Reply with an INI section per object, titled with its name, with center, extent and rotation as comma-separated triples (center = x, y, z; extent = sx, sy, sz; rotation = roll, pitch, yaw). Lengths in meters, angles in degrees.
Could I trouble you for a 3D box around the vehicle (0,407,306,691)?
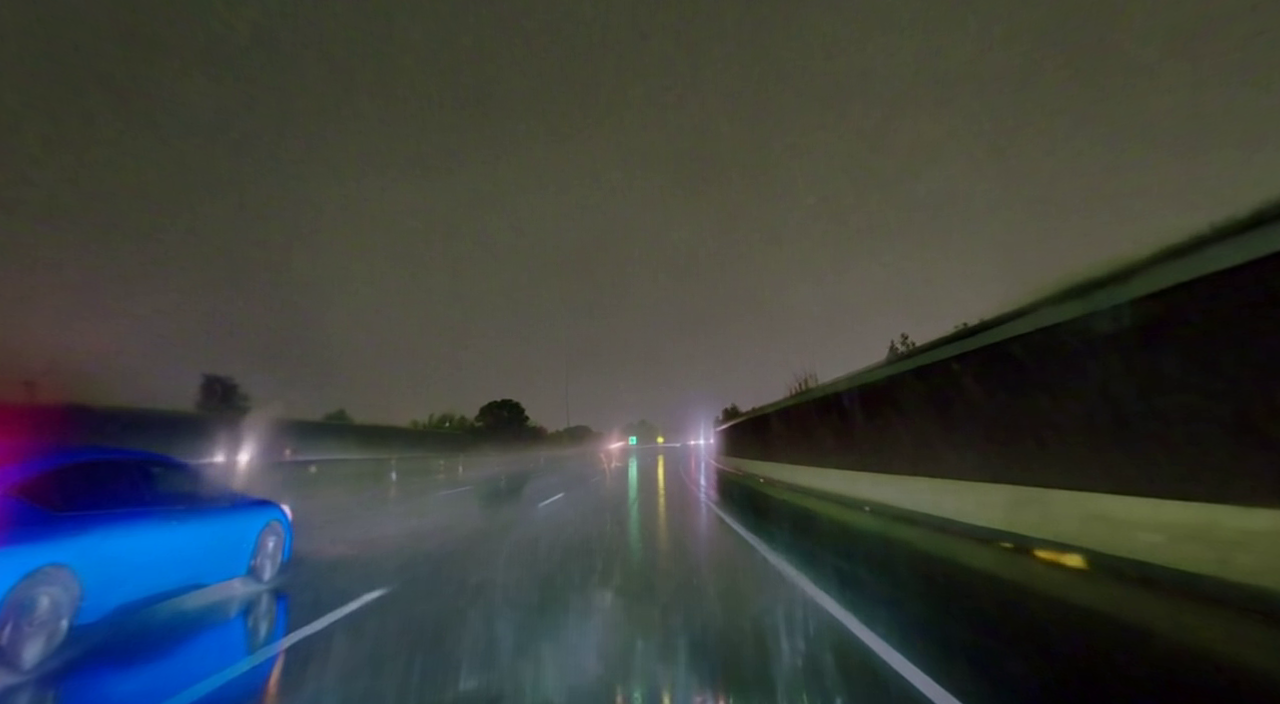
[vehicle]
center = -4.392, 1.228, 4.494
extent = 1.928, 1.504, 3.745
rotation = 0, -9, 0
